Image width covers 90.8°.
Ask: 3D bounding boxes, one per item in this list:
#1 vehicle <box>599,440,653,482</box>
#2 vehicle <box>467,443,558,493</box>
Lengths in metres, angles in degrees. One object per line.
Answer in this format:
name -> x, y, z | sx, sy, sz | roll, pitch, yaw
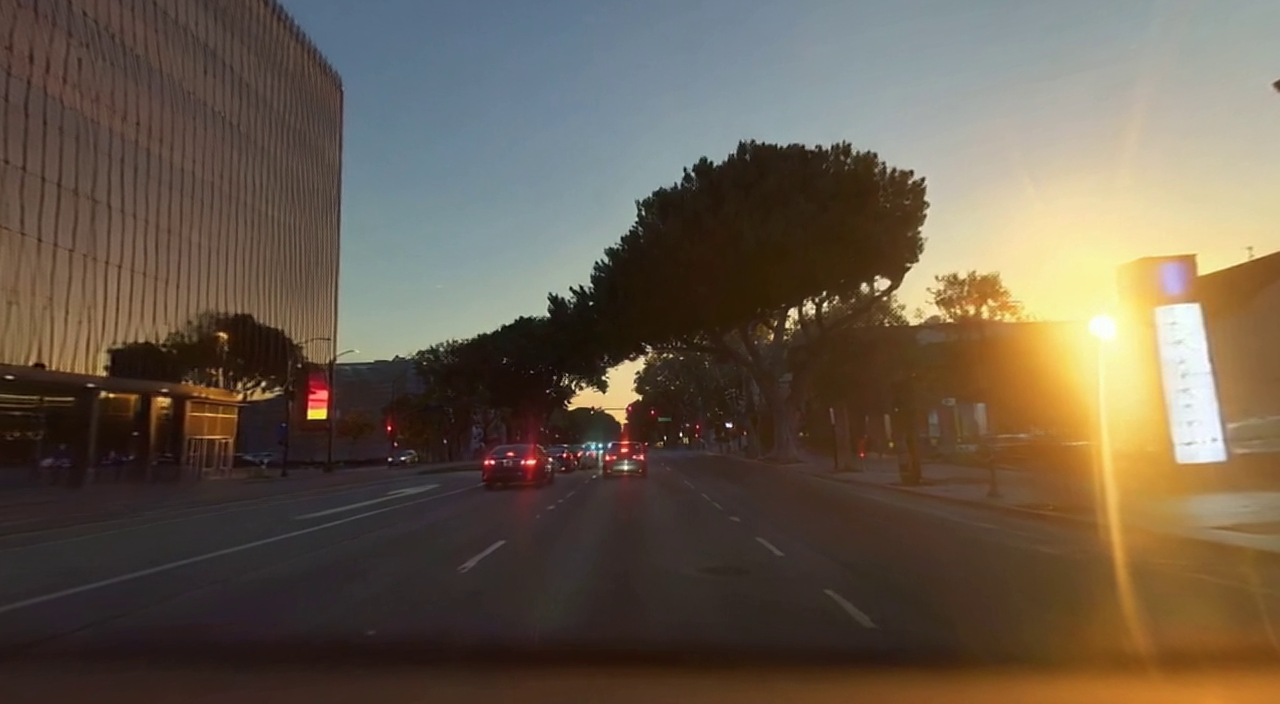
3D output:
vehicle -> -0.529, 4.422, 25.883 | 2.042, 1.555, 3.912 | 0, -9, 0
vehicle -> -4.080, 3.780, 20.996 | 2.020, 1.457, 4.496 | 0, -9, 1
